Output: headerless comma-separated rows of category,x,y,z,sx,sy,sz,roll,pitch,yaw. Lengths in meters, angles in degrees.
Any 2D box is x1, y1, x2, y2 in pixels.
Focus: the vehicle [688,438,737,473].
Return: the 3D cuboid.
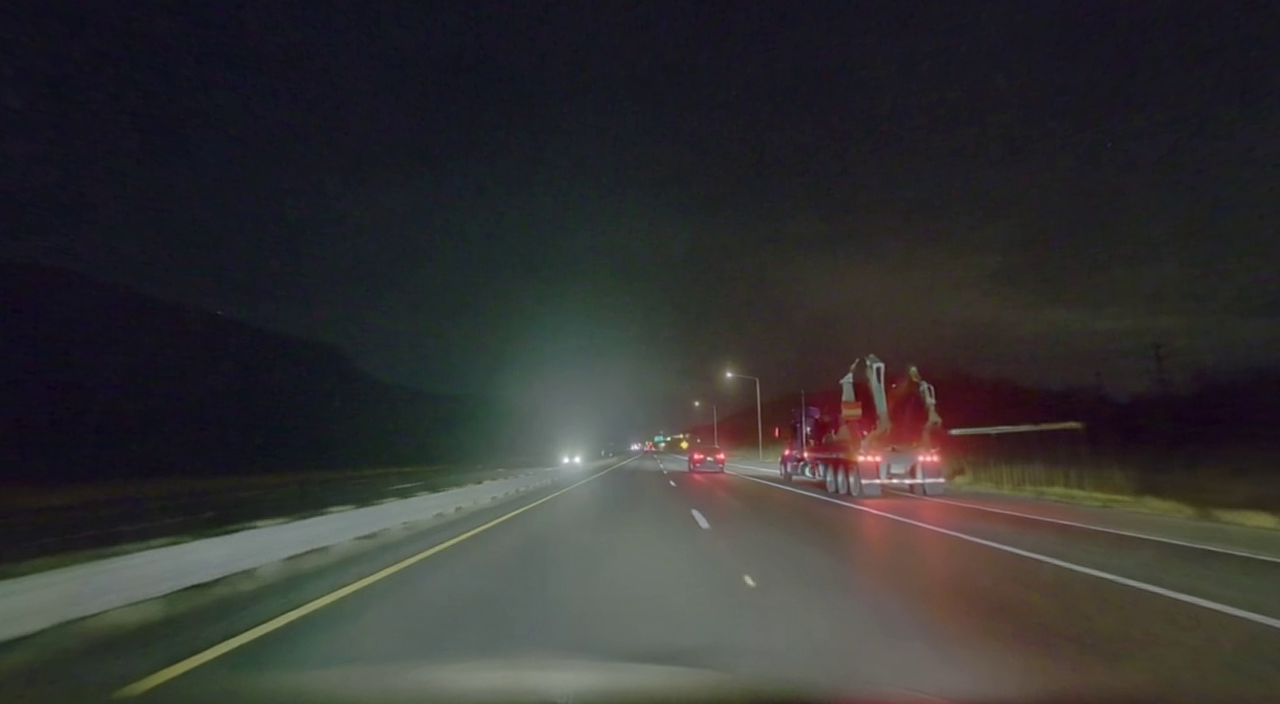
vehicle,4.341,6.317,38.593,2.309,2.003,5.139,0,-9,-1
